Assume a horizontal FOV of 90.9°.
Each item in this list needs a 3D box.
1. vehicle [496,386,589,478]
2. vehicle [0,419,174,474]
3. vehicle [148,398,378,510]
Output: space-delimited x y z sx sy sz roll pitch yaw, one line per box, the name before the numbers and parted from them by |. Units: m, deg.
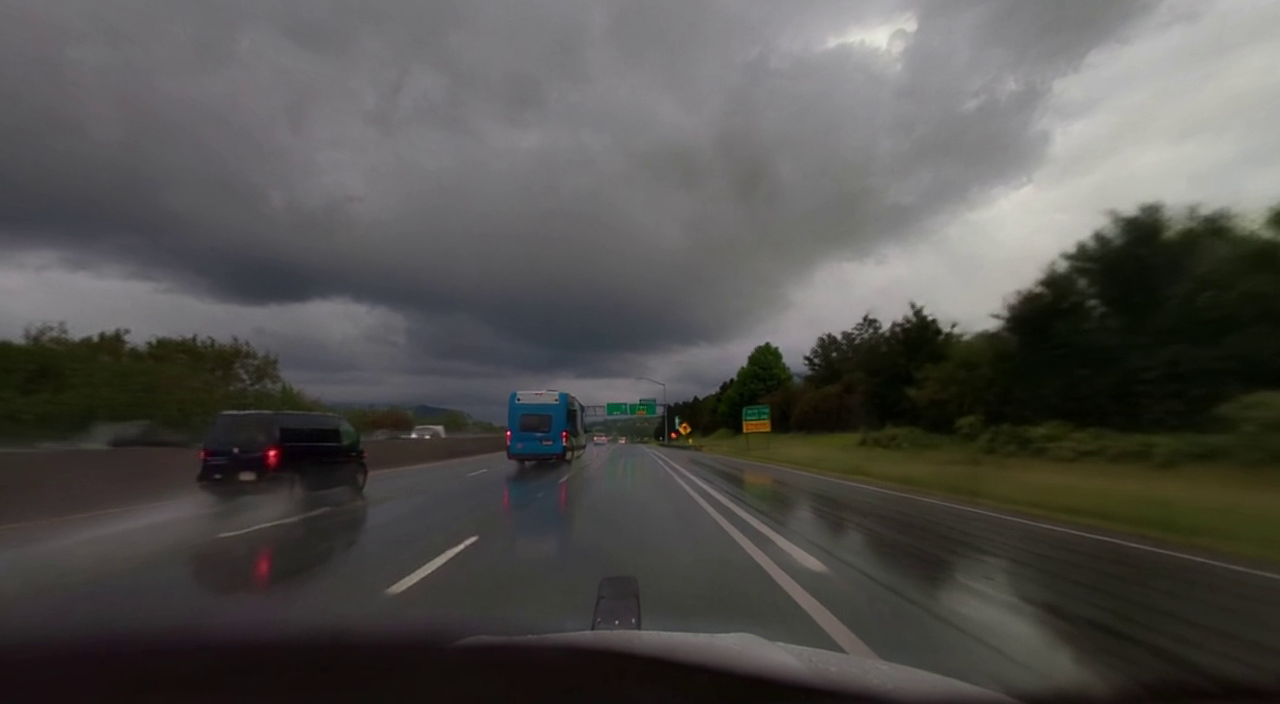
vehicle | -3.766 3.310 26.192 2.676 3.269 7.388 0 -7 0
vehicle | -17.033 2.868 19.446 1.858 1.486 4.528 0 -7 -1
vehicle | -7.220 1.981 12.734 2.045 1.873 4.202 0 -7 -1
